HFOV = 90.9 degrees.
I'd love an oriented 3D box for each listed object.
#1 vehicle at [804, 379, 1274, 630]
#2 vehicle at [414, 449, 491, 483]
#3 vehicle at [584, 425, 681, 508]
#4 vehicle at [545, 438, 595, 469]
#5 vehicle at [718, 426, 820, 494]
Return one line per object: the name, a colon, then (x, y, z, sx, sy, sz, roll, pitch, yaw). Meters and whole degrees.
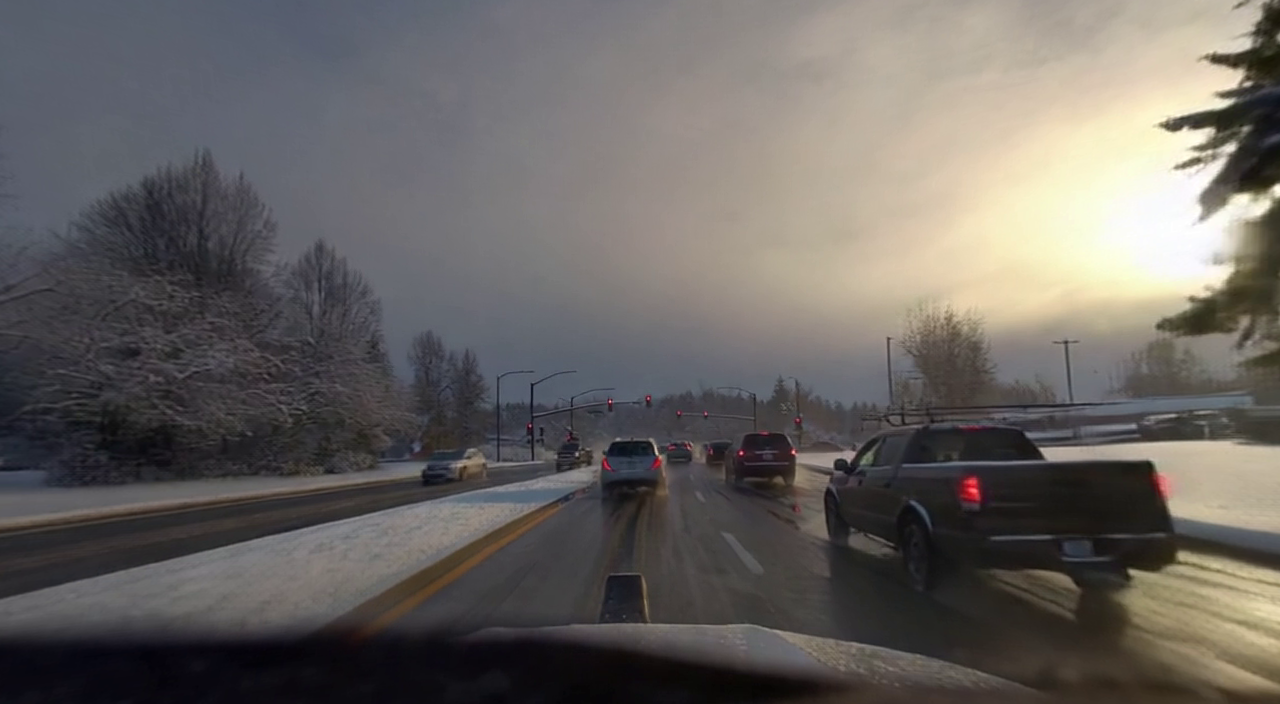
vehicle: (3.434, 1.431, 6.869, 2.114, 1.765, 4.647, 0, -9, 1)
vehicle: (-9.014, 5.510, 30.855, 1.953, 1.476, 4.747, -1, -9, 5)
vehicle: (-0.050, 2.803, 15.779, 2.113, 1.768, 3.901, 0, -9, 4)
vehicle: (-4.789, 7.110, 44.232, 2.355, 2.005, 5.673, -1, -9, 6)
vehicle: (3.959, 3.464, 20.569, 2.317, 1.857, 5.940, 0, -9, 2)
